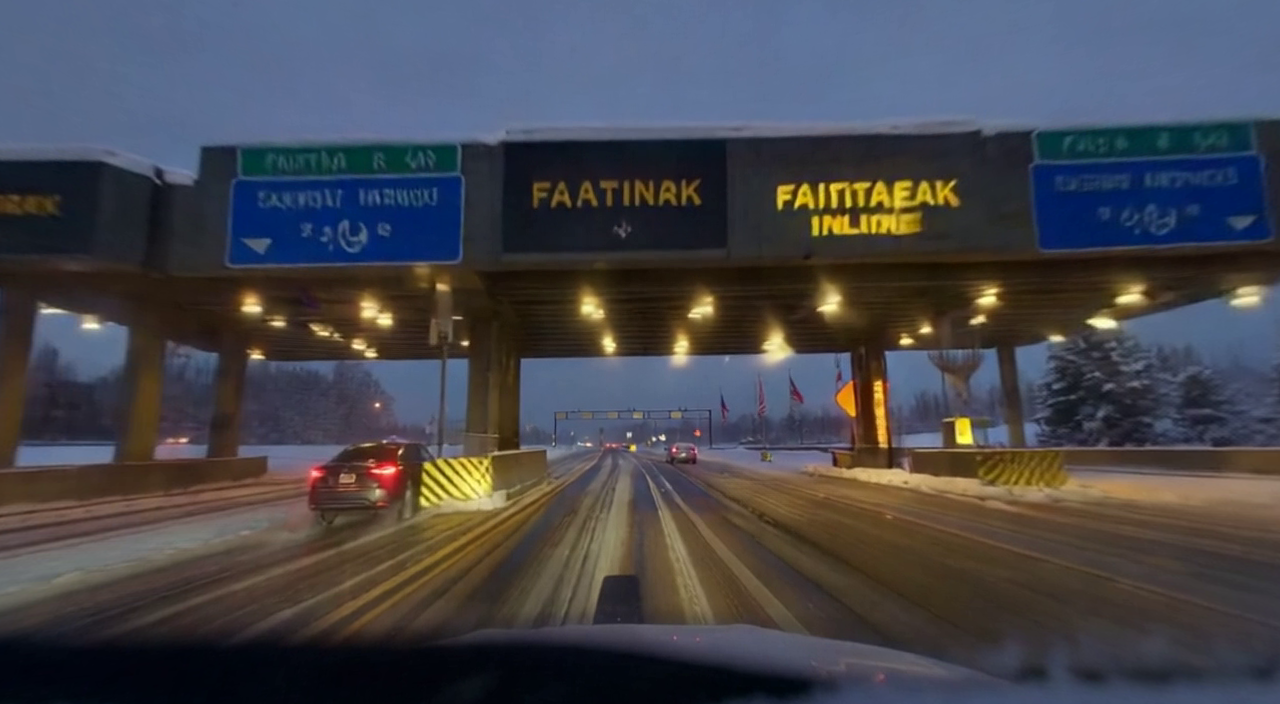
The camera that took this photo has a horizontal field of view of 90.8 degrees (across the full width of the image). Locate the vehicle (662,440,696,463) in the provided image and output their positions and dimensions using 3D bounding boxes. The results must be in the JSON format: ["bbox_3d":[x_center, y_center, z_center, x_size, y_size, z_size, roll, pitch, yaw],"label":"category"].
[{"bbox_3d":[2.933,7.591,48.488,2.072,1.639,4.919,0,-8,-2],"label":"vehicle"}]

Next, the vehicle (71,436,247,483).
[{"bbox_3d":[-21.103,4.678,28.006,2.298,1.856,5.674,-7,-11,39],"label":"vehicle"}]

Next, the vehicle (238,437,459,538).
[{"bbox_3d":[-4.917,2.309,11.502,1.981,1.465,4.334,0,-8,0],"label":"vehicle"}]
